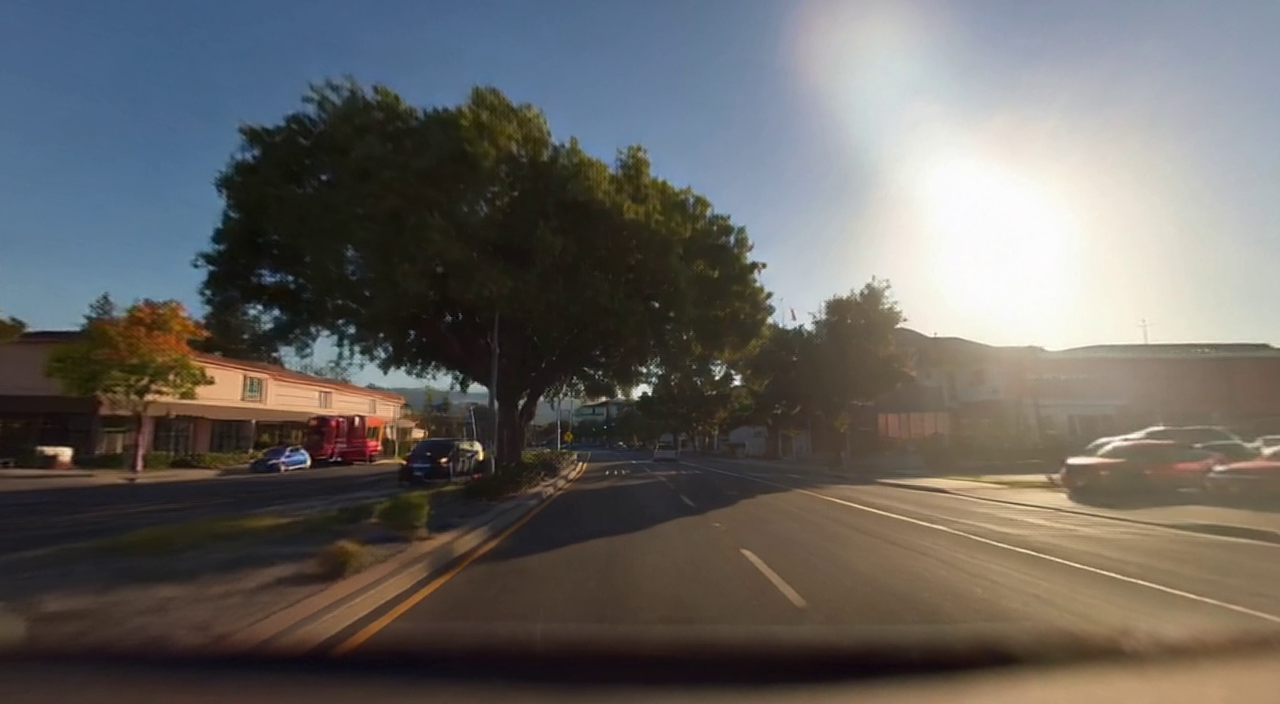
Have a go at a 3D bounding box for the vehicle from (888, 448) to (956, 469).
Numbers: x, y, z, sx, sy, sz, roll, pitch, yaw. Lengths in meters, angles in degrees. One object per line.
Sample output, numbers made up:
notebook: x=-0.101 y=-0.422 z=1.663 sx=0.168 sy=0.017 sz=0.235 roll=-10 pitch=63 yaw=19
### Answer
vehicle: x=20.450 y=7.684 z=45.788 sx=4.458 sy=1.465 sz=1.875 roll=3 pitch=-9 yaw=-22

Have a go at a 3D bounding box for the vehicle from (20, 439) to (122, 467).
vehicle: x=-31.100 y=5.540 z=34.597 sx=3.768 sy=1.443 sz=1.800 roll=0 pitch=-8 yaw=-2

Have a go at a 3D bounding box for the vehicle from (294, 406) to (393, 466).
vehicle: x=-21.278 y=6.183 z=46.140 sx=3.154 sy=3.917 sz=9.345 roll=0 pitch=-9 yaw=-4

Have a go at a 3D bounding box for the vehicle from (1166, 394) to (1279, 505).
vehicle: x=17.036 y=2.730 z=17.818 sx=5.908 sy=2.641 sz=2.303 roll=7 pitch=-12 yaw=-42

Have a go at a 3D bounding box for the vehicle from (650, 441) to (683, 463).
vehicle: x=1.839 y=7.191 z=45.353 sx=1.913 sy=1.473 sz=4.360 roll=0 pitch=-9 yaw=-4

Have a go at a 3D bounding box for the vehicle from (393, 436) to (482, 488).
vehicle: x=-7.194 y=3.921 z=23.065 sx=2.180 sy=1.556 sz=5.130 roll=2 pitch=-7 yaw=-8

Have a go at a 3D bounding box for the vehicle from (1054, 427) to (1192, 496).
vehicle: x=15.870 y=3.505 z=20.661 sx=5.161 sy=1.927 sz=2.464 roll=7 pitch=-11 yaw=-41

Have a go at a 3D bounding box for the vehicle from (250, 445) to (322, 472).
vehicle: x=-20.955 y=6.294 z=37.624 sx=2.068 sy=1.408 sz=4.399 roll=-2 pitch=-8 yaw=-4
